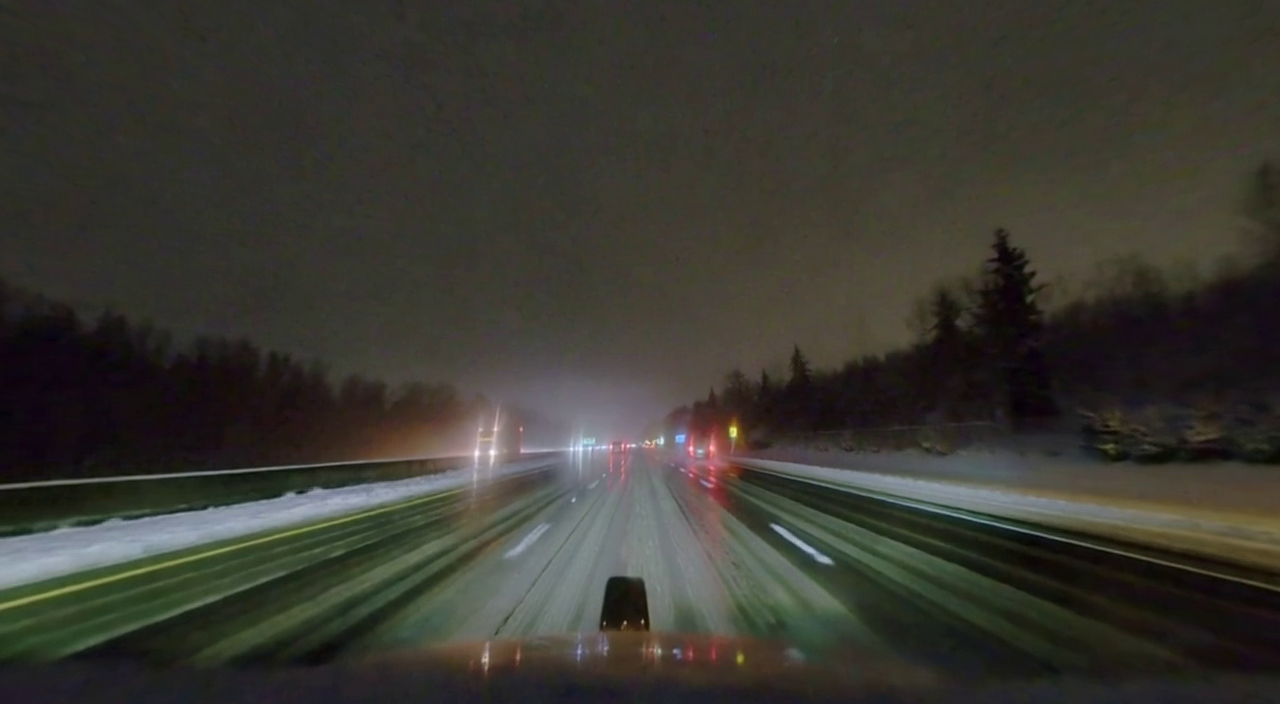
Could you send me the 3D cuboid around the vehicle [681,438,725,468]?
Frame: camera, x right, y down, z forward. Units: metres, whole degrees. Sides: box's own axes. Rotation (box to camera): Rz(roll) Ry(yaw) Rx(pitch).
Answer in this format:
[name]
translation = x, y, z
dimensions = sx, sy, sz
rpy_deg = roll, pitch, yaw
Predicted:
[vehicle]
translation = 3.673, 5.969, 37.325
dimensions = 2.202, 1.682, 4.188
rpy_deg = 0, -8, 0
